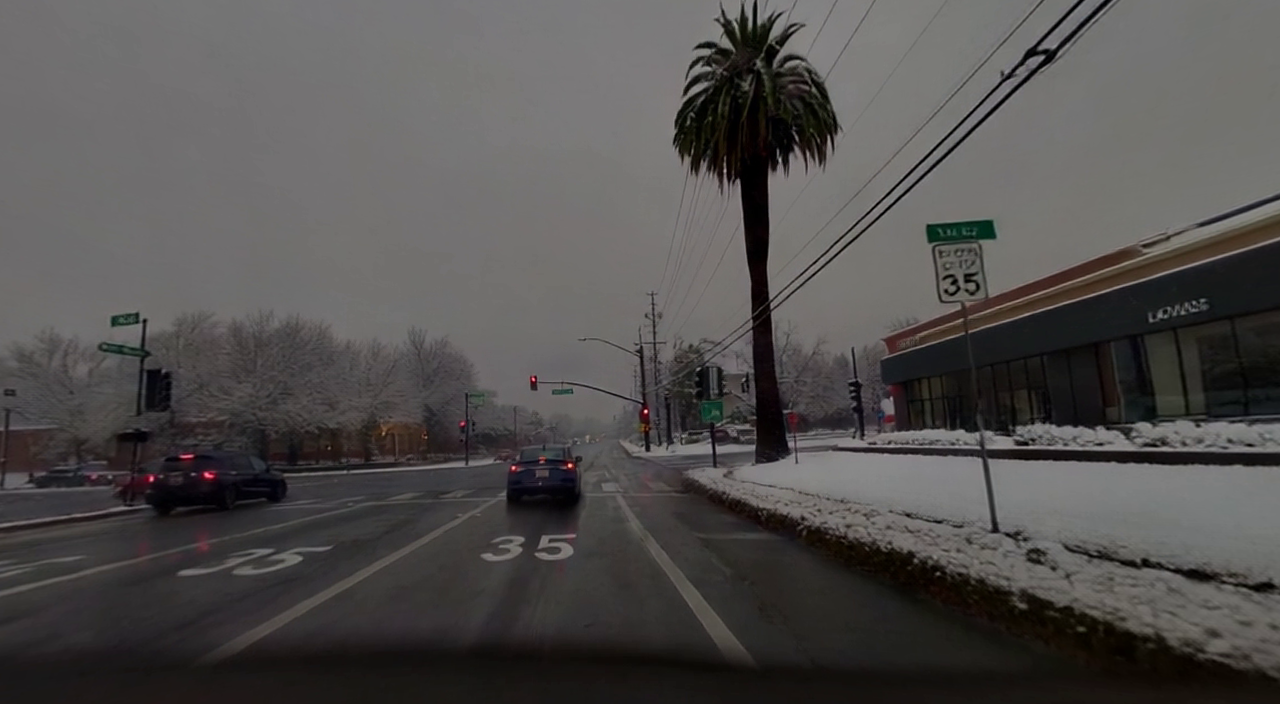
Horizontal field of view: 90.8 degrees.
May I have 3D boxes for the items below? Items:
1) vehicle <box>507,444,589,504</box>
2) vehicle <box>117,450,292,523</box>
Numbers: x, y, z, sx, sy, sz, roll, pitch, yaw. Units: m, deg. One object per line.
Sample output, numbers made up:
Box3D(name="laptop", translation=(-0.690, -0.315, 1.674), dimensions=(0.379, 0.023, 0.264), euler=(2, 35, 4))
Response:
Box3D(name="vehicle", translation=(-2.565, 3.466, 18.337), dimensions=(2.063, 1.474, 4.334), euler=(0, -9, -6))
Box3D(name="vehicle", translation=(-12.459, 3.827, 18.575), dimensions=(2.050, 1.811, 4.752), euler=(0, -9, -5))
